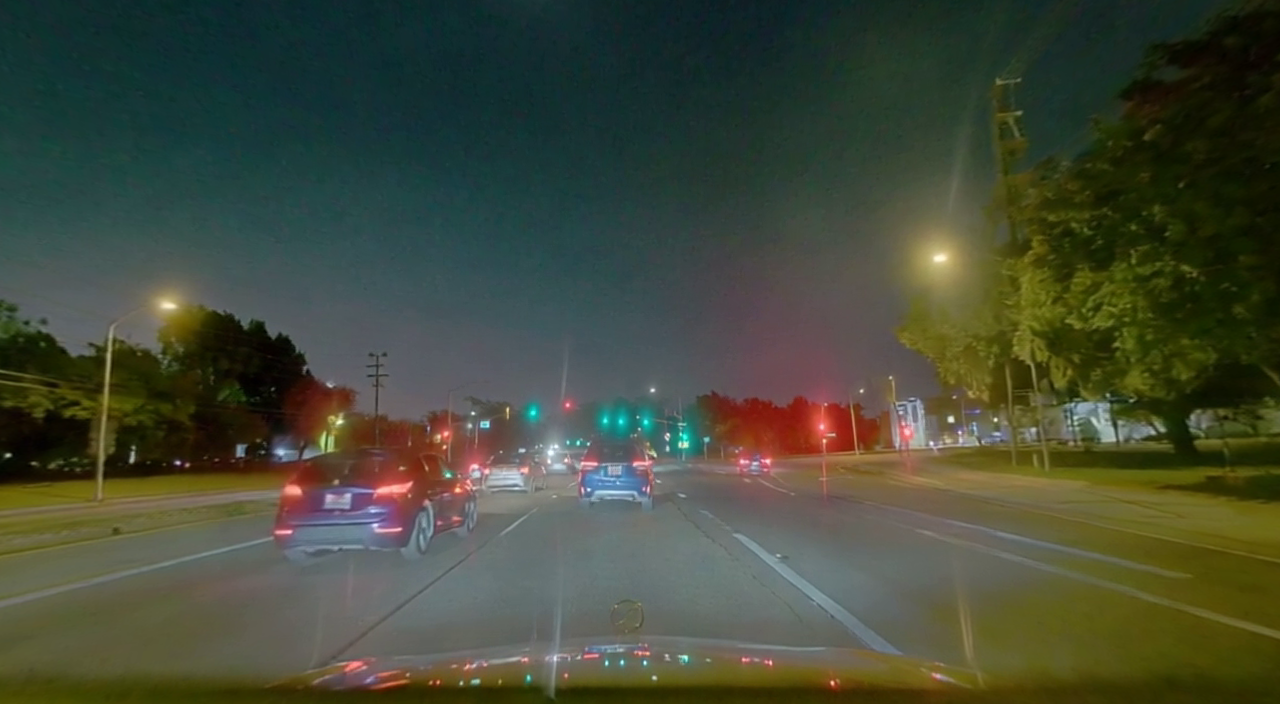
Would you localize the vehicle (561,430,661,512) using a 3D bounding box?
[{"bbox_3d":[-0.677,3.017,16.430,2.276,1.850,3.897,0,-8,-1],"label":"vehicle"}]

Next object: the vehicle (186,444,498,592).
[{"bbox_3d":[-3.504,2.000,8.608,2.064,1.464,4.373,0,-8,1],"label":"vehicle"}]
